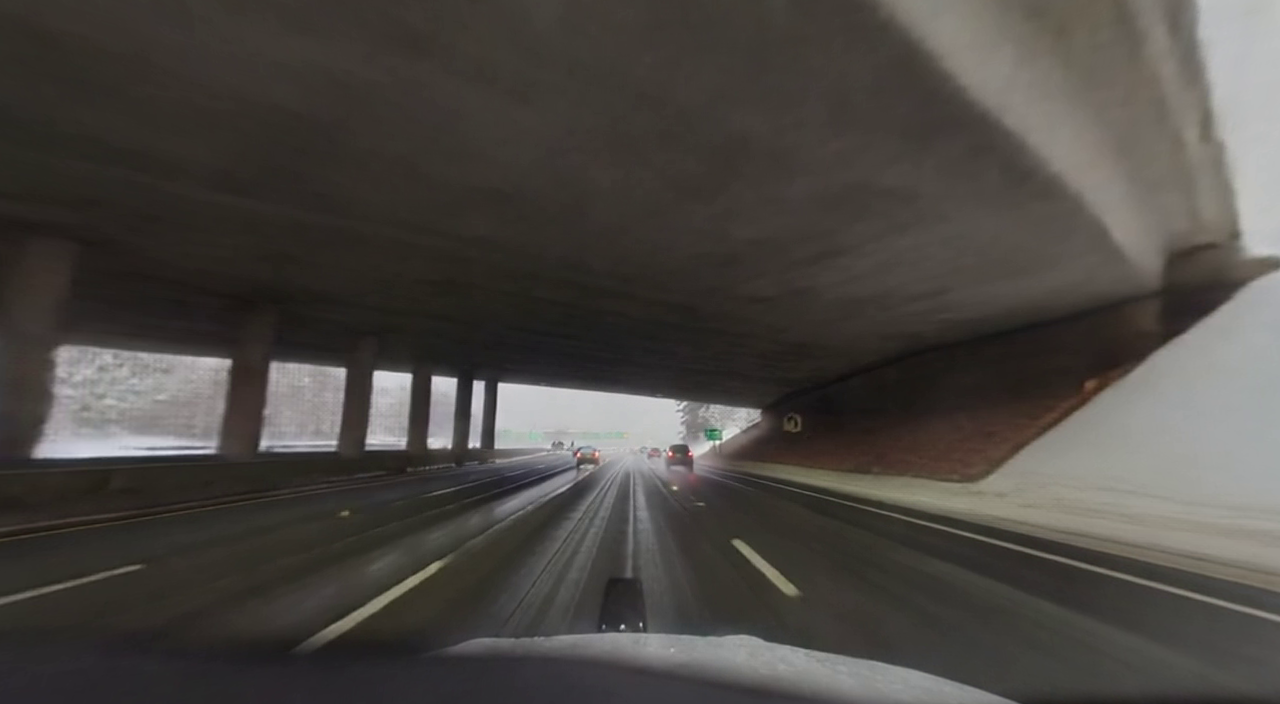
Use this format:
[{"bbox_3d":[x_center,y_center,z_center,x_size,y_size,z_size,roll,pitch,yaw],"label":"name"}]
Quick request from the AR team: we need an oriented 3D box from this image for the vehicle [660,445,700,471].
[{"bbox_3d":[2.426,6.597,39.615,2.059,1.509,4.670,0,-8,-2],"label":"vehicle"}]
